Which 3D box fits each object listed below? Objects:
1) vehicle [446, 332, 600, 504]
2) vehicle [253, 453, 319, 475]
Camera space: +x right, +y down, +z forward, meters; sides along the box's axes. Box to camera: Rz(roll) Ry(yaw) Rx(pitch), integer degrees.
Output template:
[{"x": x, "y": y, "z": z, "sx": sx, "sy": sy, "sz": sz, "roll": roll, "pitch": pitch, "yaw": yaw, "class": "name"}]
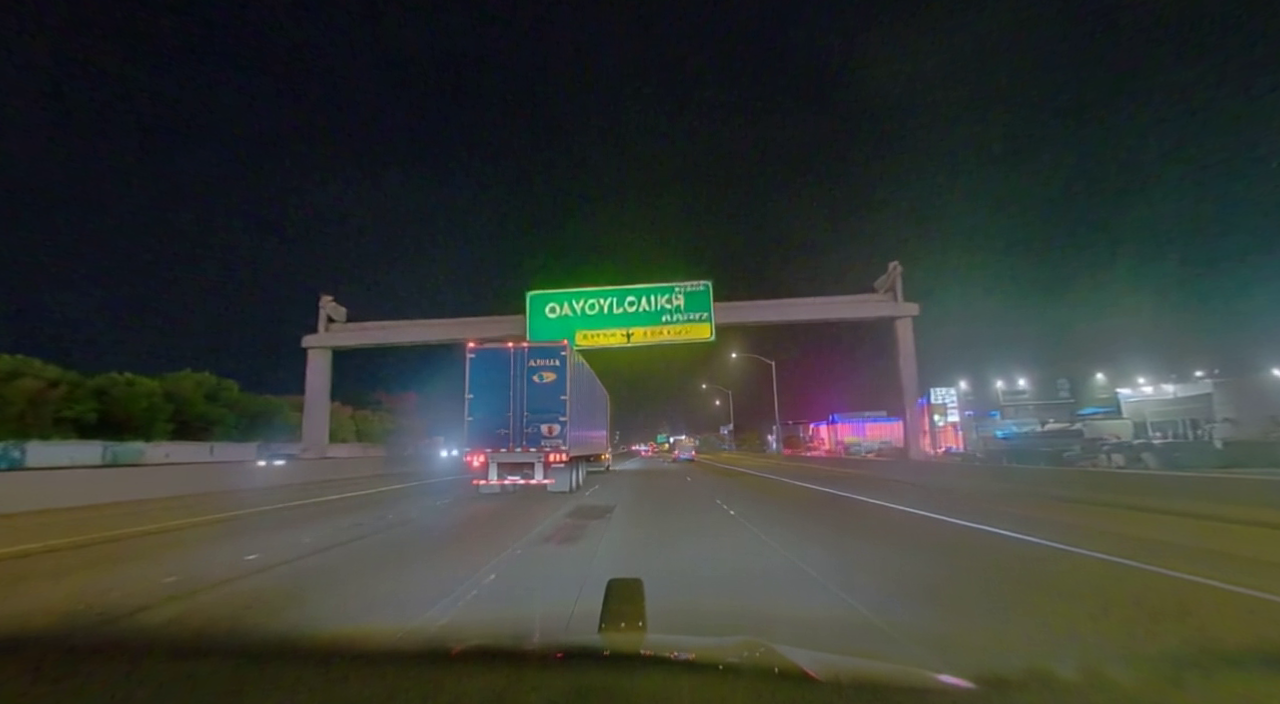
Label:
[{"x": -3.047, "y": 2.132, "z": 19.453, "sx": 2.977, "sy": 4.048, "sz": 8.890, "roll": -1, "pitch": -8, "yaw": 0, "class": "vehicle"}, {"x": -26.178, "y": 8.260, "z": 46.814, "sx": 2.145, "sy": 1.501, "sz": 4.503, "roll": -1, "pitch": -8, "yaw": 3, "class": "vehicle"}]
